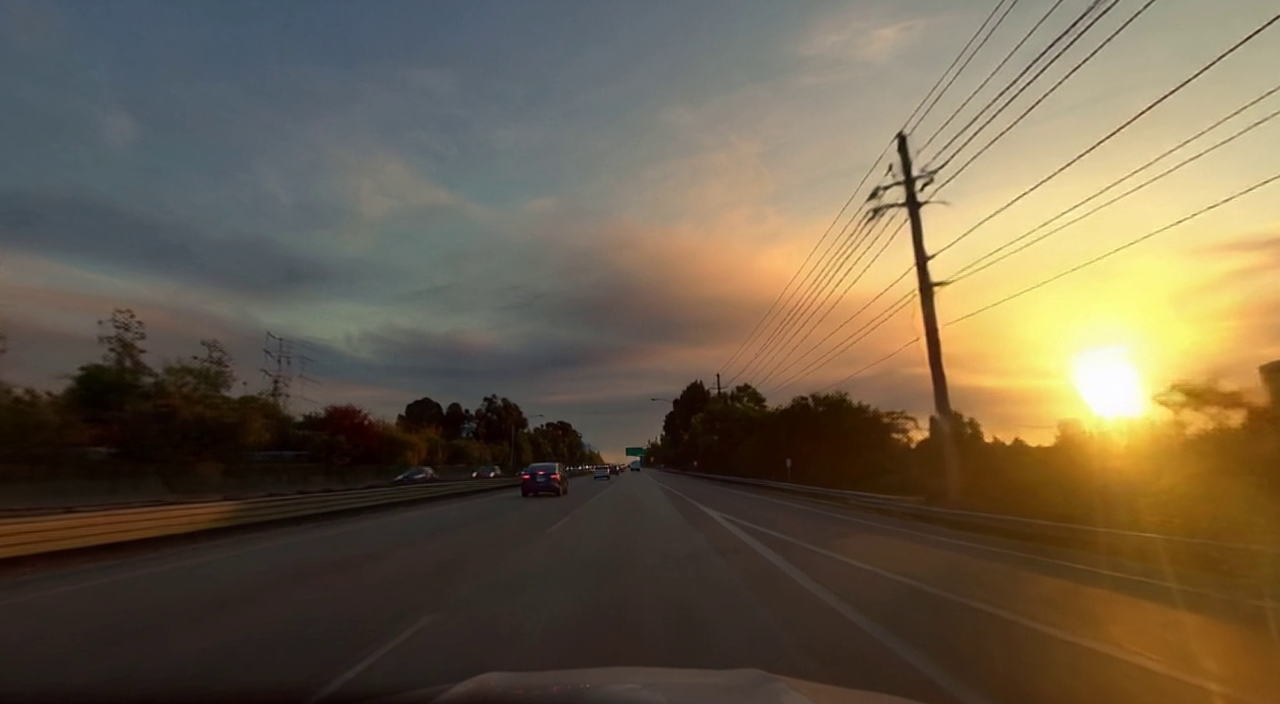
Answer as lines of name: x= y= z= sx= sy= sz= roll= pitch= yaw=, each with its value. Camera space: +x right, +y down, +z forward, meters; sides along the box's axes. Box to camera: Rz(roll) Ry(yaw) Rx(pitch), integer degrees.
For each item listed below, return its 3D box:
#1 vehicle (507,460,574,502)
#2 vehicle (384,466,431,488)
vehicle: x=-3.900 y=5.170 z=25.458 sx=1.963 sy=1.501 sz=4.227 roll=1 pitch=-10 yaw=0
vehicle: x=-16.687 y=8.967 z=45.362 sx=1.827 sy=1.434 sz=3.798 roll=1 pitch=-10 yaw=1
